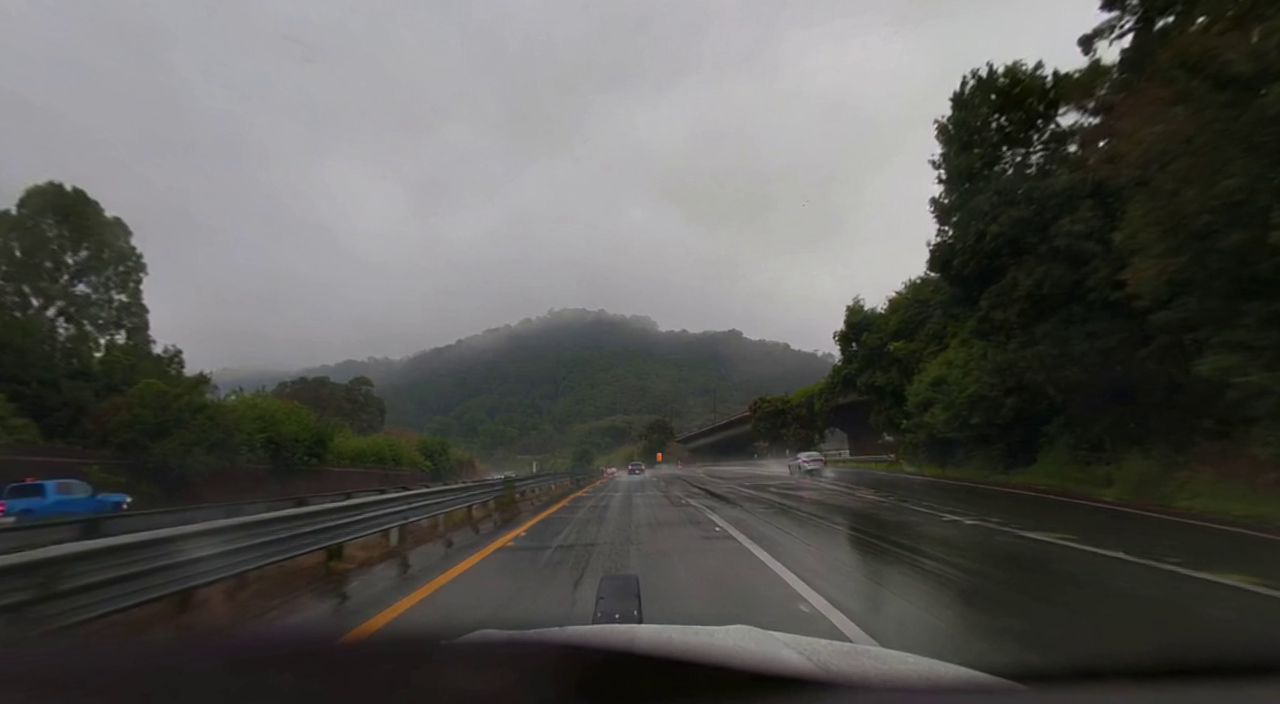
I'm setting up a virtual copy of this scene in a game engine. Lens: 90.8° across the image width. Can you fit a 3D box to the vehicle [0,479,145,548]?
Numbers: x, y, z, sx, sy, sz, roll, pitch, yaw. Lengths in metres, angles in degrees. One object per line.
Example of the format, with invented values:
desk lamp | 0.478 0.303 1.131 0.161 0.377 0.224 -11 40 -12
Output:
vehicle | -22.317 5.940 23.839 2.573 1.976 5.651 0 -9 1
